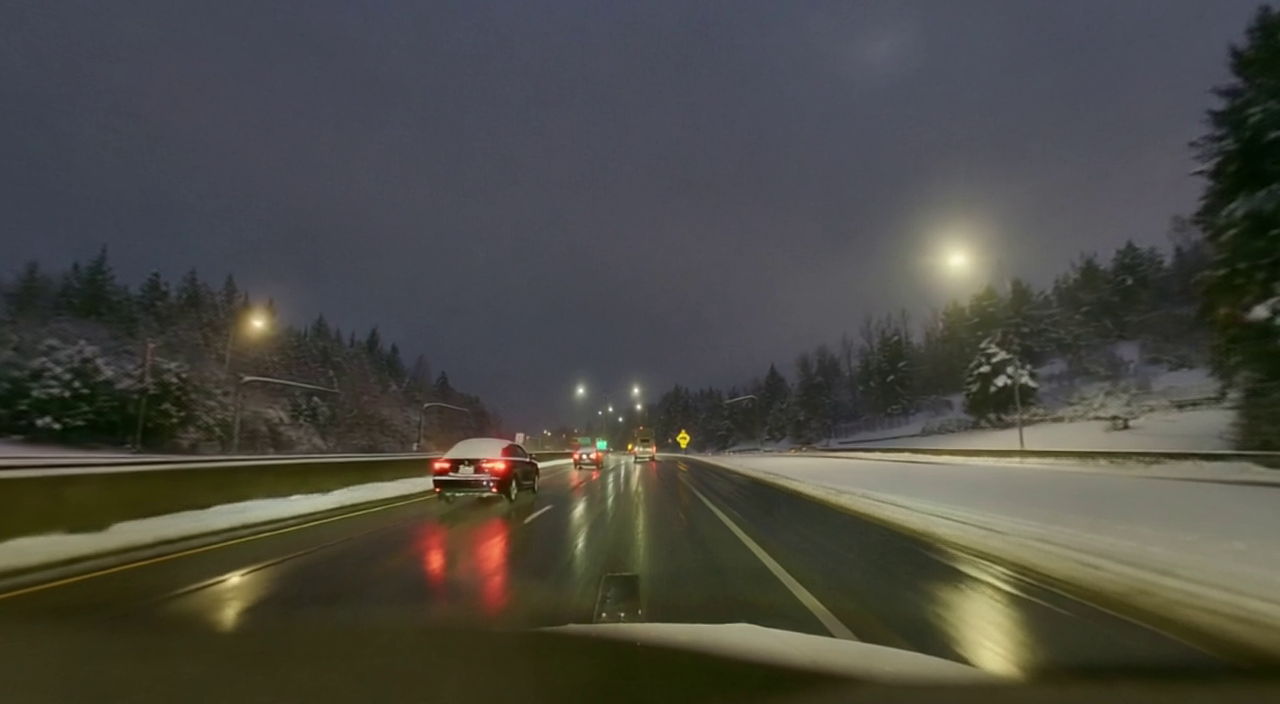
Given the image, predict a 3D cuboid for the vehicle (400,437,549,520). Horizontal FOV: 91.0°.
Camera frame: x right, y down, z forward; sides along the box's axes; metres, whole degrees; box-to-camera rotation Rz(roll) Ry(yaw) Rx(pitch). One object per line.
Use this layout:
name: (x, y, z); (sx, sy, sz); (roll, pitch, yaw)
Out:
vehicle: (-3.427, 2.710, 14.136); (2.012, 1.510, 4.672); (0, -9, 1)

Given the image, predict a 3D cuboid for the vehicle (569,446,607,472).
vehicle: (-3.148, 6.566, 38.905); (1.965, 1.459, 4.145); (0, -9, 0)
